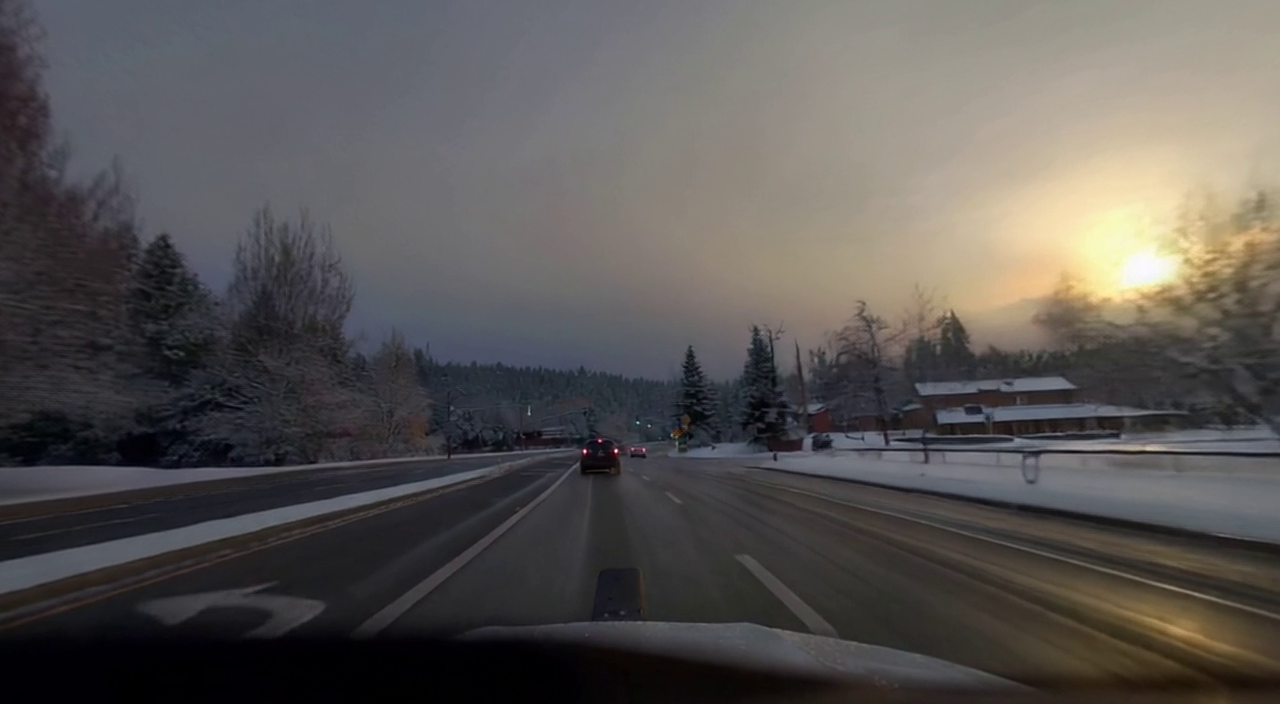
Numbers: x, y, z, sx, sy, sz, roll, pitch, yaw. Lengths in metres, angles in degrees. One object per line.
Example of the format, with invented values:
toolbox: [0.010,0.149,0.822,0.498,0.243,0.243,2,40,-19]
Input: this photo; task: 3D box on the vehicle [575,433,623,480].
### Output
vehicle: [-1.950,4.857,29.362,2.072,2.002,4.391,1,-9,-4]
